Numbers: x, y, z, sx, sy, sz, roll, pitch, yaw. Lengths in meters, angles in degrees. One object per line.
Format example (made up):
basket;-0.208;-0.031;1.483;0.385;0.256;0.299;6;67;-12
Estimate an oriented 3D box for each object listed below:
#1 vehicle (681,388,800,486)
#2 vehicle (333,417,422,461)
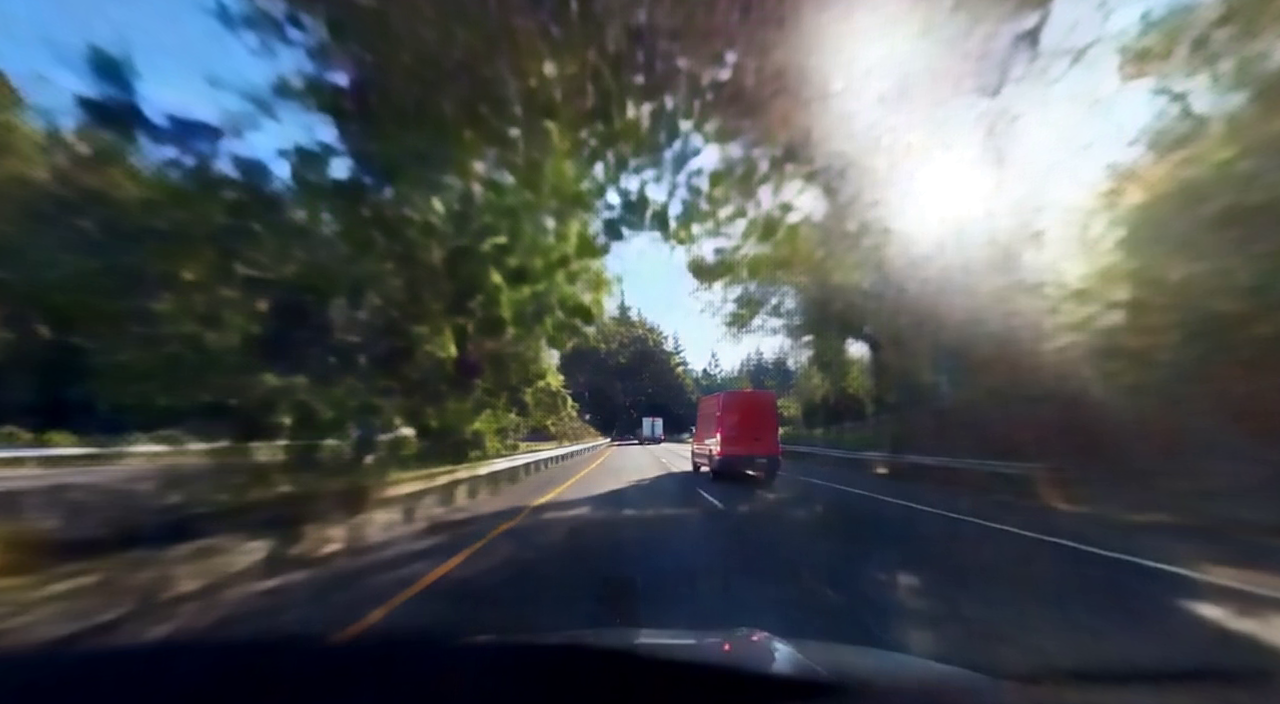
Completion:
vehicle;2.876;2.676;19.891;2.570;2.596;6.082;0;-8;-2
vehicle;-12.562;4.224;30.616;2.109;1.915;5.253;0;-8;-1
